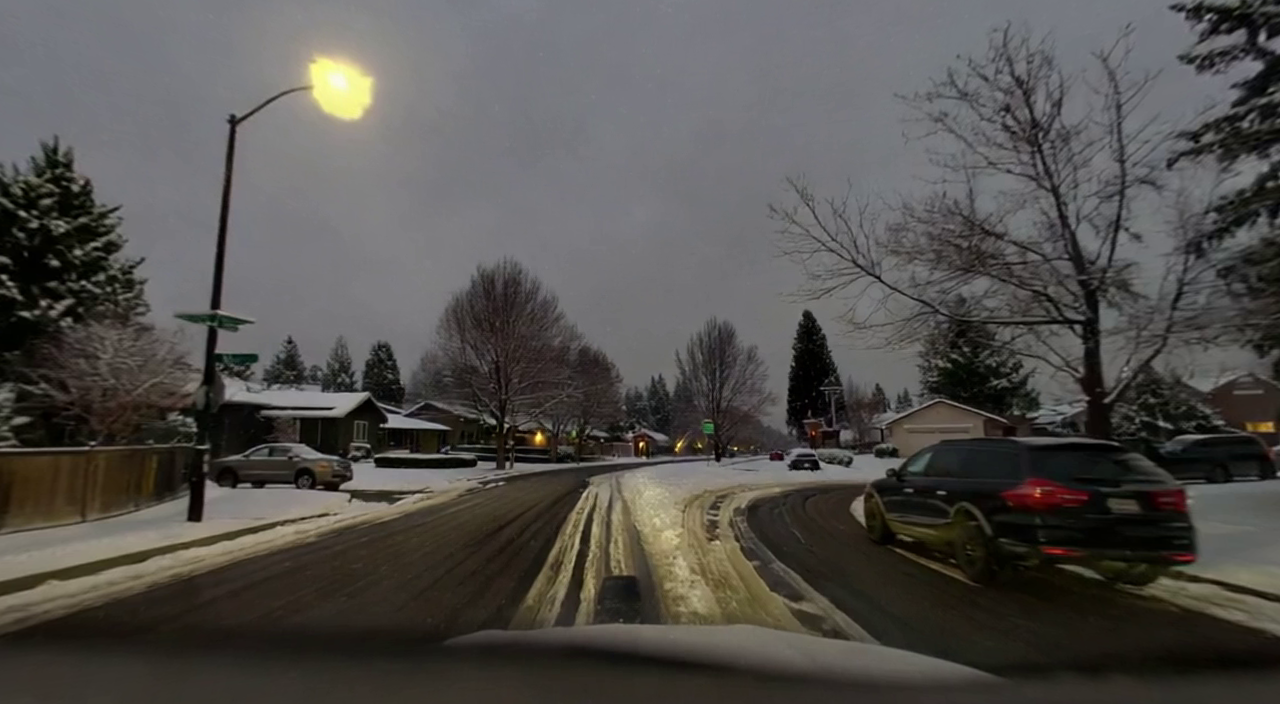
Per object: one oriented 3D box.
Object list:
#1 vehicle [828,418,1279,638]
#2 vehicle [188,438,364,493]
[{"bbox_3d":[3.882,1.648,7.047,2.034,1.583,4.707,0,-9,-1],"label":"vehicle"},{"bbox_3d":[-12.398,3.858,21.786,4.790,1.627,2.112,1,-5,0],"label":"vehicle"}]
